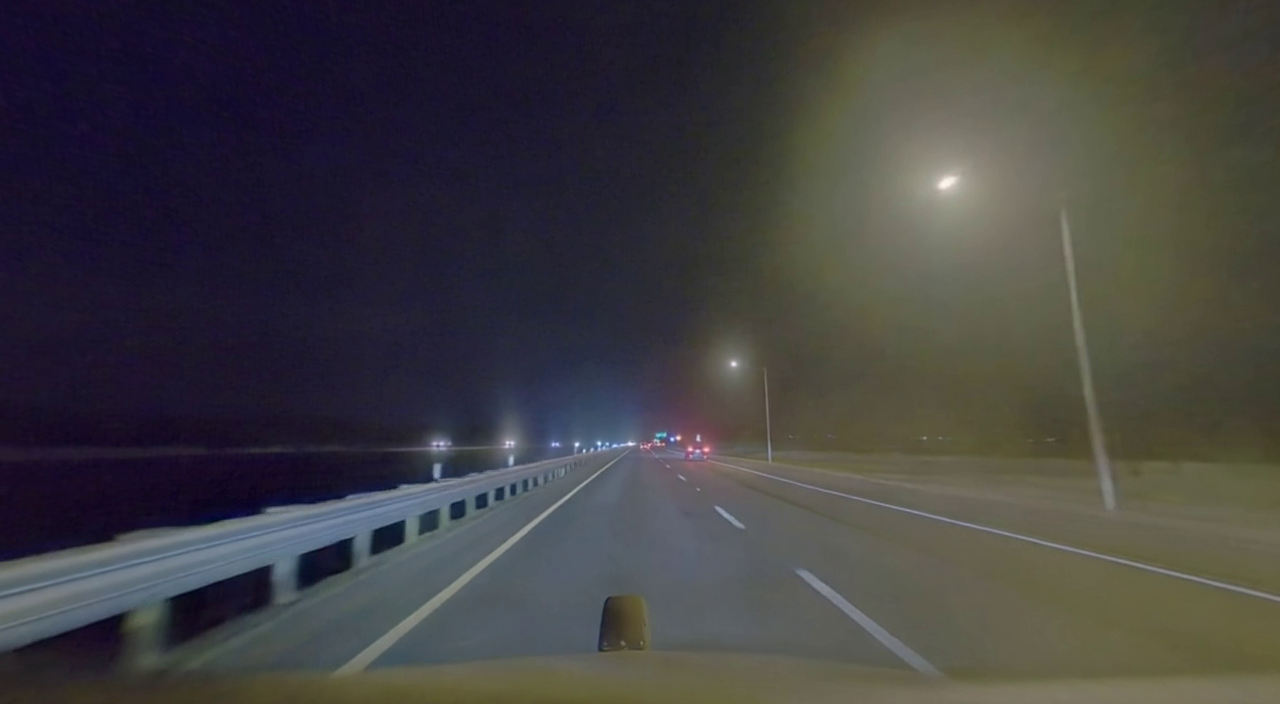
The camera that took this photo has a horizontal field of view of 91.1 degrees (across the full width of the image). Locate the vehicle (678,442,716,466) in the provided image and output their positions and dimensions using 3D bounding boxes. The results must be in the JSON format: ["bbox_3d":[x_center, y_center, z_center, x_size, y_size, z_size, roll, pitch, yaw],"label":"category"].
[{"bbox_3d":[3.806,6.875,42.584,2.044,1.527,4.658,0,-8,-1],"label":"vehicle"}]
